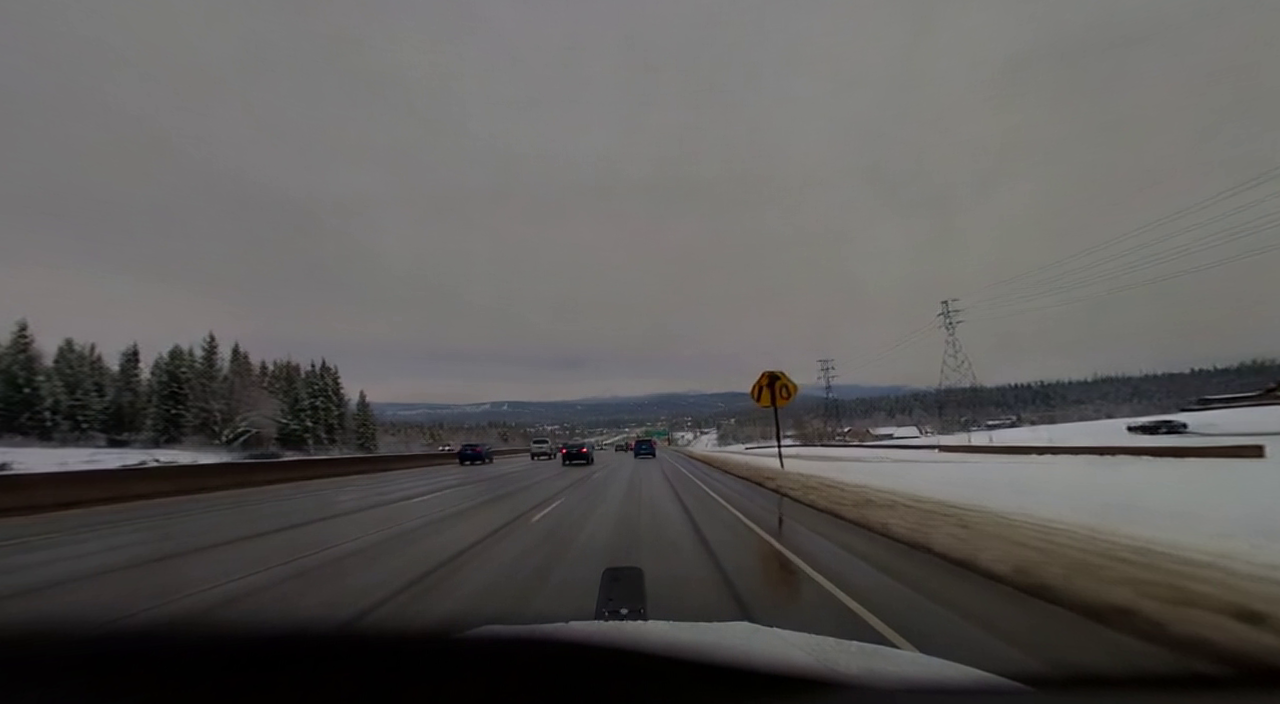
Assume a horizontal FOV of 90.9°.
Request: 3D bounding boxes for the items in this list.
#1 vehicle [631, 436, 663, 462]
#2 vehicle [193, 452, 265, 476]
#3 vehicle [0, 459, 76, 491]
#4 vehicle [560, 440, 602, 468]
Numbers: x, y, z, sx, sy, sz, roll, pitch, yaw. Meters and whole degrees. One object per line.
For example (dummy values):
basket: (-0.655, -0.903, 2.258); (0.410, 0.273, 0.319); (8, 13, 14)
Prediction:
vehicle: (0.448, 6.921, 45.221); (2.194, 1.737, 4.127); (0, -8, -1)
vehicle: (-27.544, 7.501, 42.453); (1.791, 1.439, 4.406); (-1, -8, 1)
vehicle: (-31.938, 6.285, 32.356); (1.874, 1.440, 4.364); (0, -8, 0)
vehicle: (-3.316, 5.844, 36.403); (1.967, 1.517, 4.808); (0, -8, 0)
